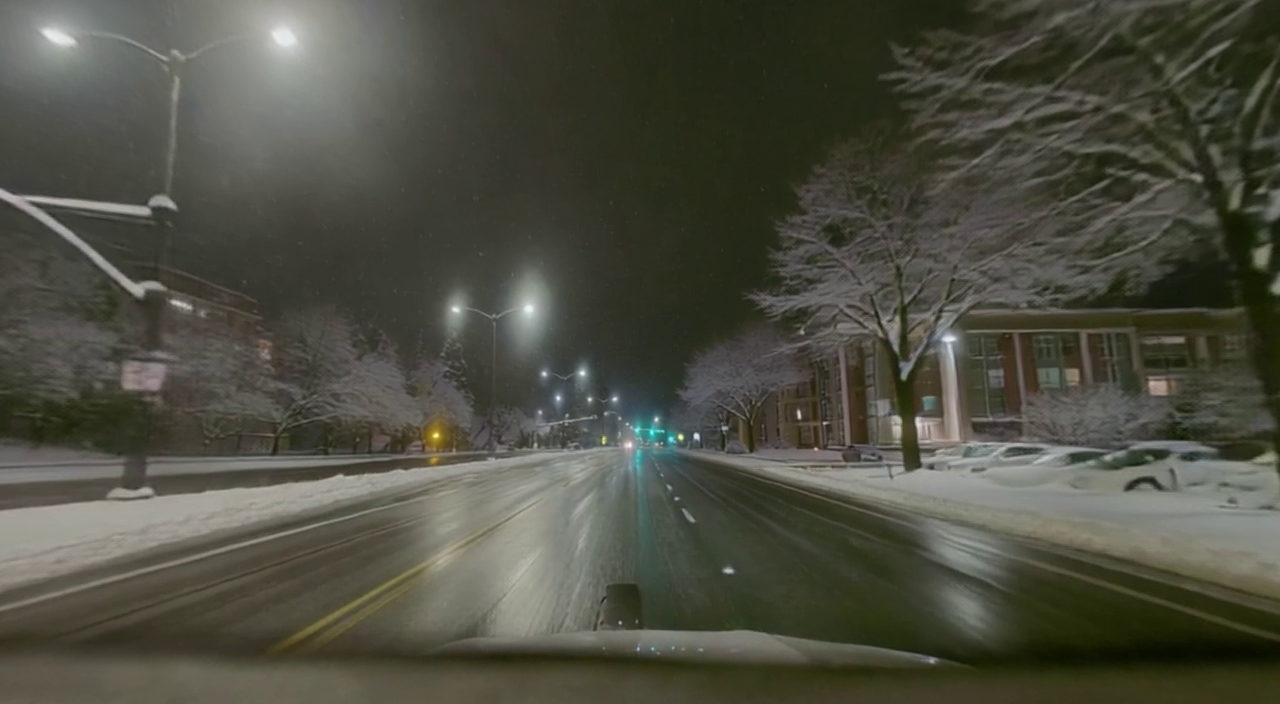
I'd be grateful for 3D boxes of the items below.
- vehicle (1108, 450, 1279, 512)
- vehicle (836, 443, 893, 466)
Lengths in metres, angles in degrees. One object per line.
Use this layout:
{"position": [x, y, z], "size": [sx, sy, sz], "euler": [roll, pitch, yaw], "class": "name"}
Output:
{"position": [14.803, 3.223, 15.954], "size": [4.227, 1.434, 2.031], "euler": [0, -9, 0], "class": "vehicle"}
{"position": [15.269, 7.014, 43.131], "size": [1.931, 1.475, 4.671], "euler": [0, -9, -3], "class": "vehicle"}
